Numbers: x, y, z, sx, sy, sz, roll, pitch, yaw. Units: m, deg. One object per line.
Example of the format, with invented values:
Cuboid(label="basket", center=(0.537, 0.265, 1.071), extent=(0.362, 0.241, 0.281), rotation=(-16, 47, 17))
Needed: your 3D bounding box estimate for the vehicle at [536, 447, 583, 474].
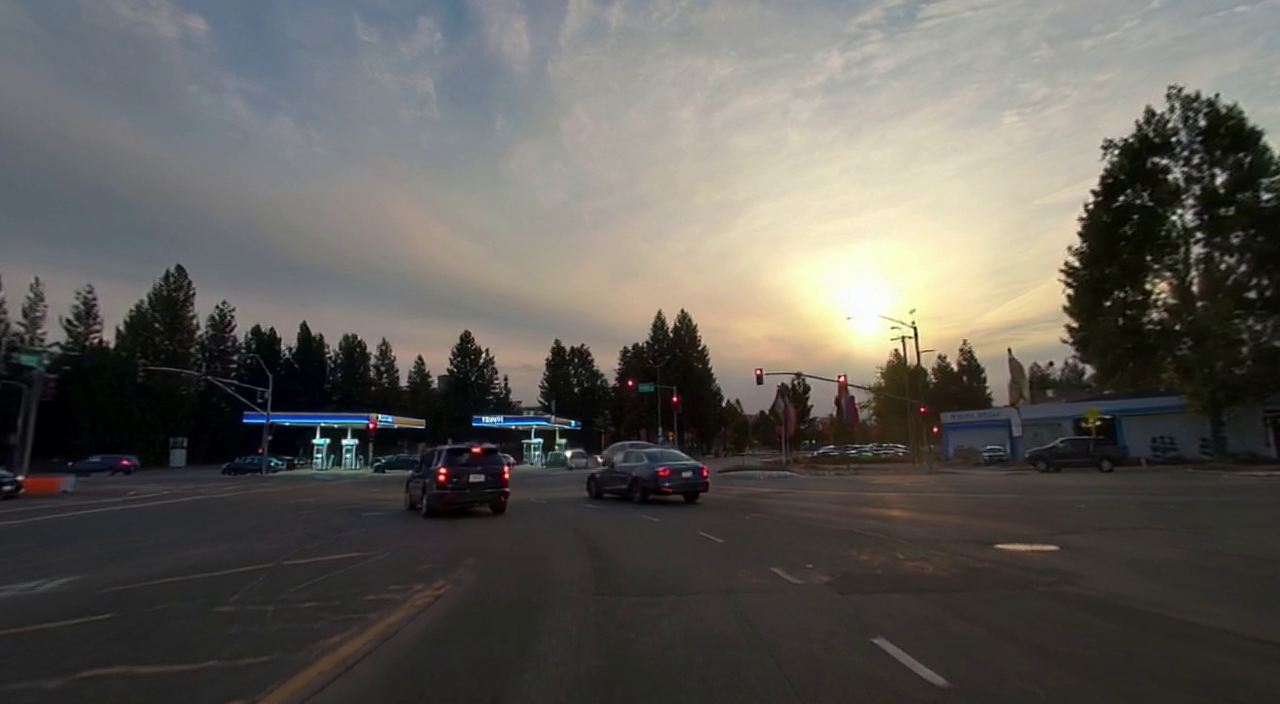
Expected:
Cuboid(label="vehicle", center=(-6.004, 8.161, 47.961), extent=(2.517, 1.875, 5.774), rotation=(-1, -9, 3))

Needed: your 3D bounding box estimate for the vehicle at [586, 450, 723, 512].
Cuboid(label="vehicle", center=(0.224, 3.514, 17.848), extent=(1.965, 1.460, 4.581), rotation=(4, -10, -26))

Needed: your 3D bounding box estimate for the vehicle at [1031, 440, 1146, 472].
Cuboid(label="vehicle", center=(26.237, 6.118, 37.183), extent=(4.952, 1.745, 2.184), rotation=(-3, -9, 15))

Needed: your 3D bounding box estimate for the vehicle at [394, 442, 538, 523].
Cuboid(label="vehicle", center=(-4.623, 3.213, 16.305), extent=(2.351, 1.733, 4.616), rotation=(5, -10, -31))
